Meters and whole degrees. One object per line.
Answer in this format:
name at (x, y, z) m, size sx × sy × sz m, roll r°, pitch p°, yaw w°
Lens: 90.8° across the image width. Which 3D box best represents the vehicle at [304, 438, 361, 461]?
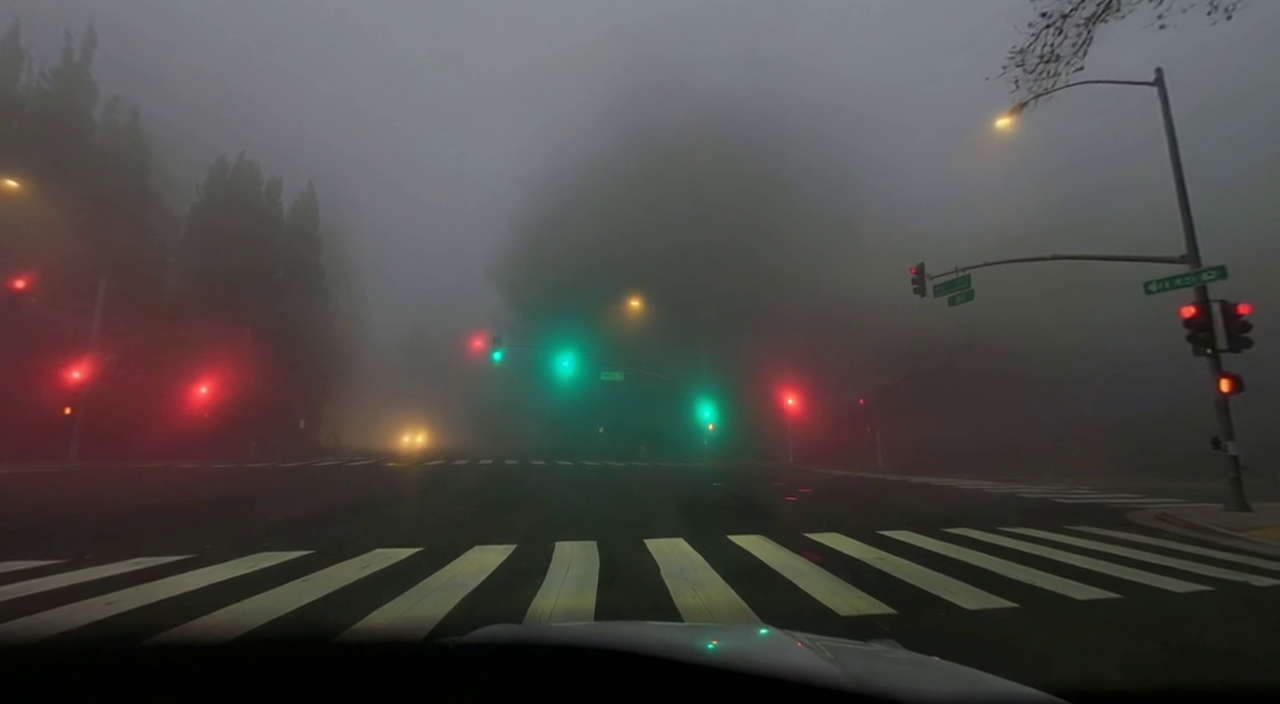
vehicle at (-19.778, 6.297, 40.865) m, size 1.918 × 1.432 × 4.433 m, roll 1°, pitch -9°, yaw -7°
